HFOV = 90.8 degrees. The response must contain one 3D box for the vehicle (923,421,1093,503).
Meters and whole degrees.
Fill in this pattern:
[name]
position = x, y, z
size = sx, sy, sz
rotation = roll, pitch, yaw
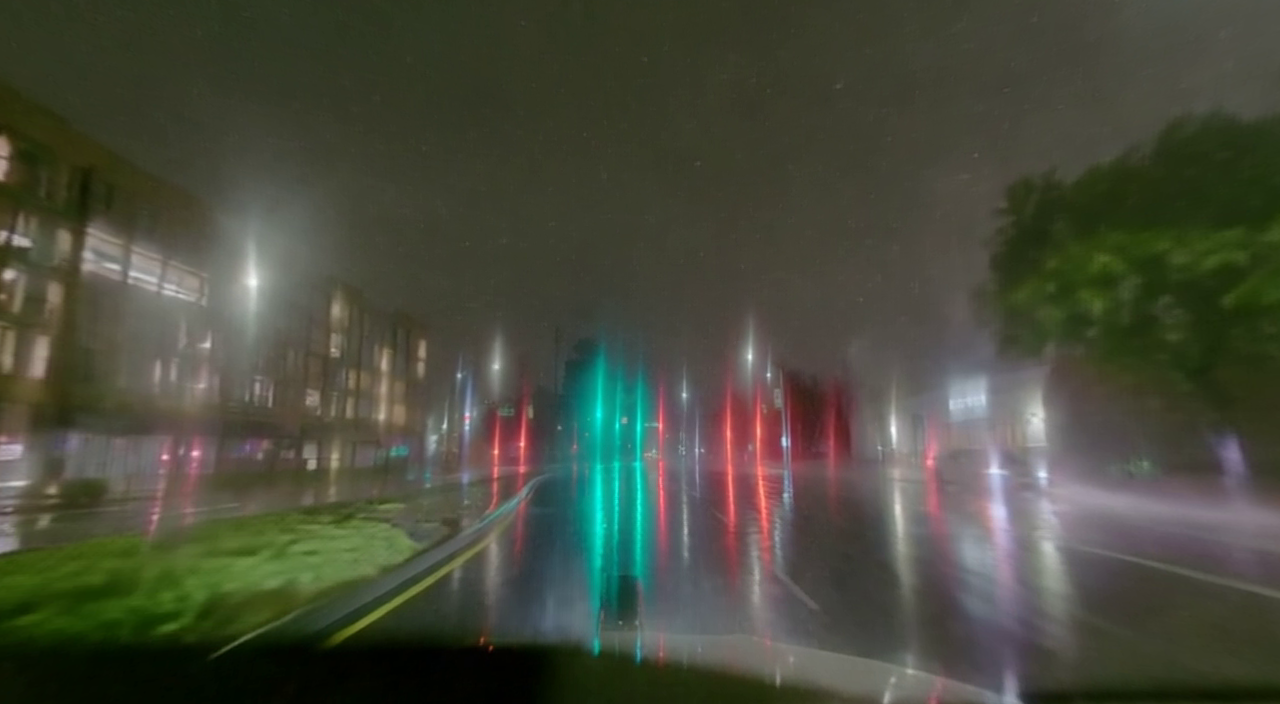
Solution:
[vehicle]
position = 10.039, 3.052, 17.800
size = 2.101, 1.957, 4.718
rotation = 0, -9, 3
